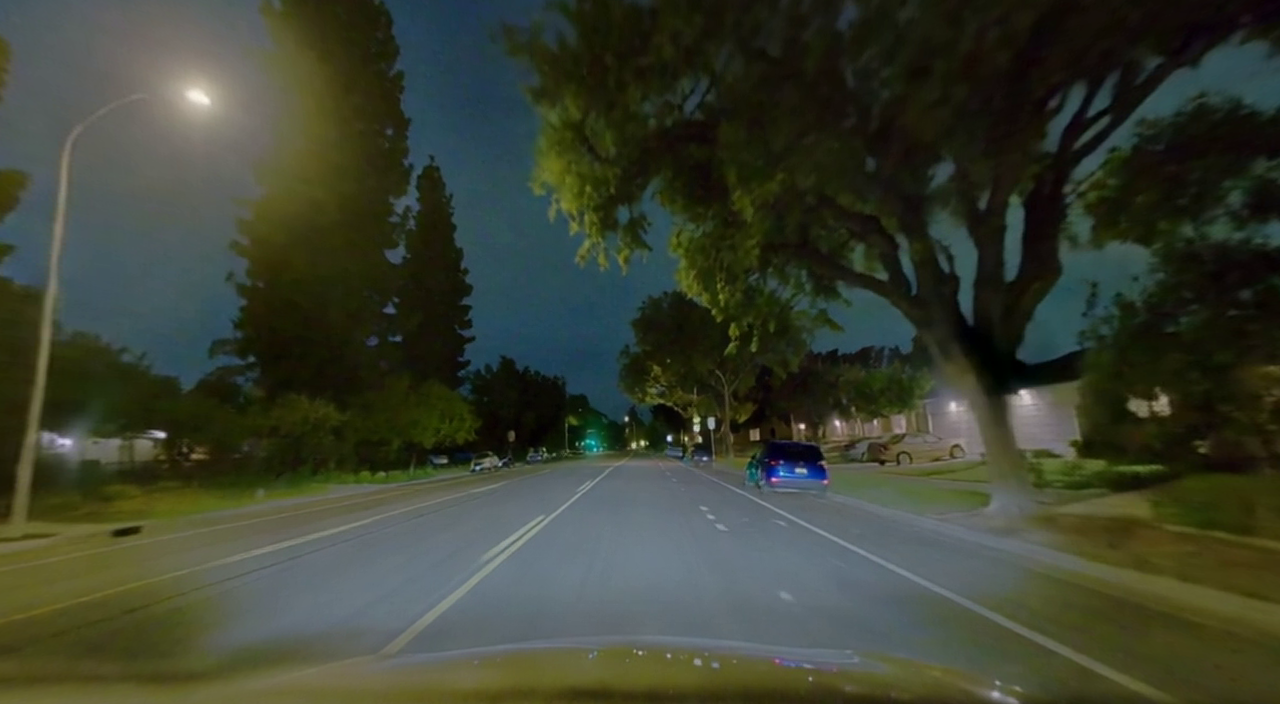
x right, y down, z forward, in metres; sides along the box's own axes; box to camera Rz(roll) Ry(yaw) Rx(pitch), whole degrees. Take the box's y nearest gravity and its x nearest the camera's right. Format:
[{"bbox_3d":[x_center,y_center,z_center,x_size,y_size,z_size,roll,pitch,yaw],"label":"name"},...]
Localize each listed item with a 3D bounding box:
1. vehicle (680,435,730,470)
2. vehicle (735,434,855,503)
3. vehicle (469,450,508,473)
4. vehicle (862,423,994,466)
[{"bbox_3d":[3.902,6.156,38.856,2.319,1.938,5.961,0,-8,-1],"label":"vehicle"},{"bbox_3d":[4.096,3.164,17.609,2.173,1.656,4.514,0,-8,-1],"label":"vehicle"},{"bbox_3d":[-11.010,8.000,46.269,1.815,1.532,4.517,0,-8,-2],"label":"vehicle"},{"bbox_3d":[12.166,3.956,26.934,4.660,1.749,1.893,0,-8,-2],"label":"vehicle"}]
